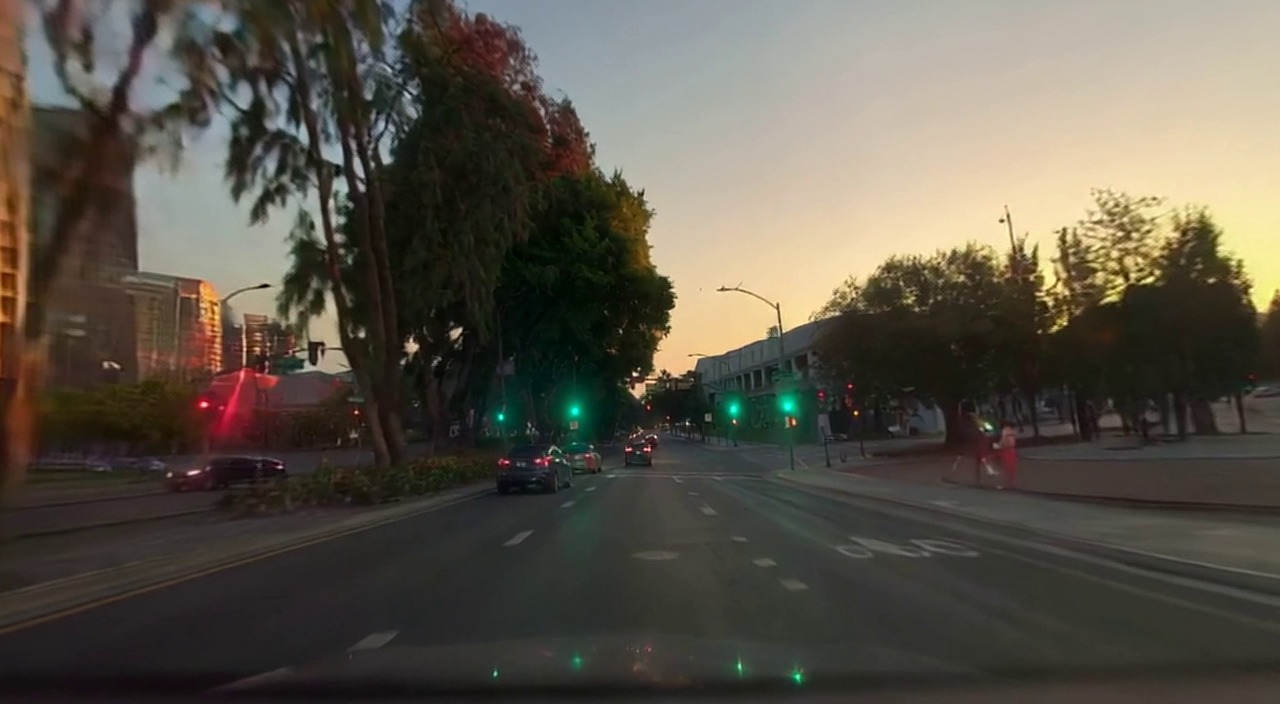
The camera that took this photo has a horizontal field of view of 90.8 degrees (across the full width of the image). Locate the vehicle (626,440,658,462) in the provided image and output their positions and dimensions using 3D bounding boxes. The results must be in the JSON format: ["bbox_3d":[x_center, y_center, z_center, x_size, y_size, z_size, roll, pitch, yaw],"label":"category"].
[{"bbox_3d":[0.102,6.754,43.165,2.095,1.438,3.843,0,-9,0],"label":"vehicle"}]

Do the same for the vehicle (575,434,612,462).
[{"bbox_3d":[-3.196,6.756,44.495,2.152,1.802,4.628,-1,-9,1],"label":"vehicle"}]

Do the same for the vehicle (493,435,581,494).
[{"bbox_3d":[-3.244,3.661,20.855,2.116,1.725,4.315,0,-9,1],"label":"vehicle"}]

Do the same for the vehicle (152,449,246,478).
[{"bbox_3d":[-29.688,7.506,42.603,4.684,1.806,2.073,0,-9,-1],"label":"vehicle"}]

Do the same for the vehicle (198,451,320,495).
[{"bbox_3d":[-14.659,4.636,24.677,1.918,1.513,4.581,0,-9,0],"label":"vehicle"}]
